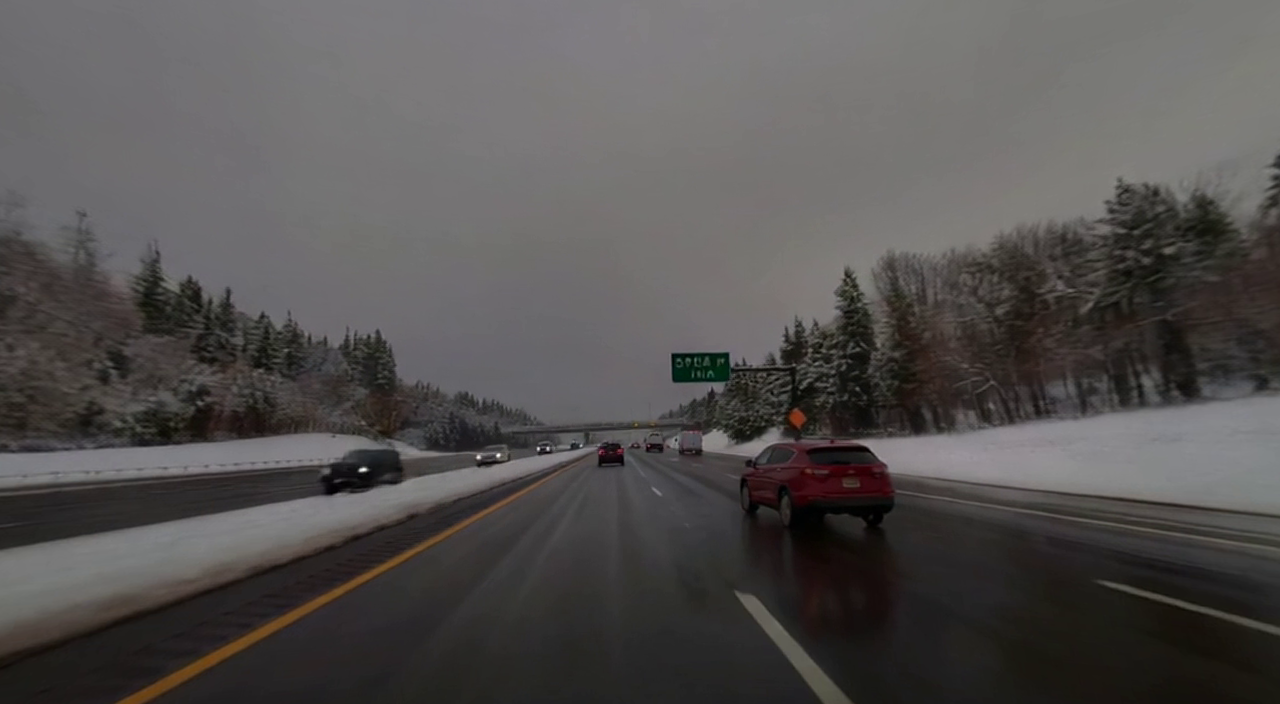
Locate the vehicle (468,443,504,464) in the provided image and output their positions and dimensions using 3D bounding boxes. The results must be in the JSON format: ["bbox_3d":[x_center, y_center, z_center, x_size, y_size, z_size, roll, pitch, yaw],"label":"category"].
[{"bbox_3d":[-11.943,7.906,49.131,1.918,1.515,3.988,0,-8,-2],"label":"vehicle"}]

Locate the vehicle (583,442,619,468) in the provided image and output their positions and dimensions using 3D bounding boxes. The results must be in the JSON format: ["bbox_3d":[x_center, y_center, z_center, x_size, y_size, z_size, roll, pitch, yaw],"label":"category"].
[{"bbox_3d":[-2.353,6.252,38.677,2.055,1.466,4.317,1,-8,-3],"label":"vehicle"}]

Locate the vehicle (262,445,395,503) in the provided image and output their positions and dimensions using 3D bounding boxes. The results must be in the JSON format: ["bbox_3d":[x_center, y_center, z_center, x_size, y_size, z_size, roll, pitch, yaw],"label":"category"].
[{"bbox_3d":[-9.179,3.580,19.039,1.855,1.455,4.469,0,-8,-2],"label":"vehicle"}]

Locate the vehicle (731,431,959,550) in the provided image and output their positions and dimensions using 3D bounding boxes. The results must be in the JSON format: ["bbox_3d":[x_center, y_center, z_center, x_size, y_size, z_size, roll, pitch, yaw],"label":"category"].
[{"bbox_3d":[2.977,2.090,10.479,1.961,1.495,4.743,1,-8,-3],"label":"vehicle"}]

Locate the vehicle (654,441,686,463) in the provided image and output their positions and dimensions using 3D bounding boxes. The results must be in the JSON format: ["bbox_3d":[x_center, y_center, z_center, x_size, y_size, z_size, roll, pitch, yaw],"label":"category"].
[{"bbox_3d":[2.186,7.404,46.806,1.995,1.556,3.893,1,-8,-3],"label":"vehicle"}]
